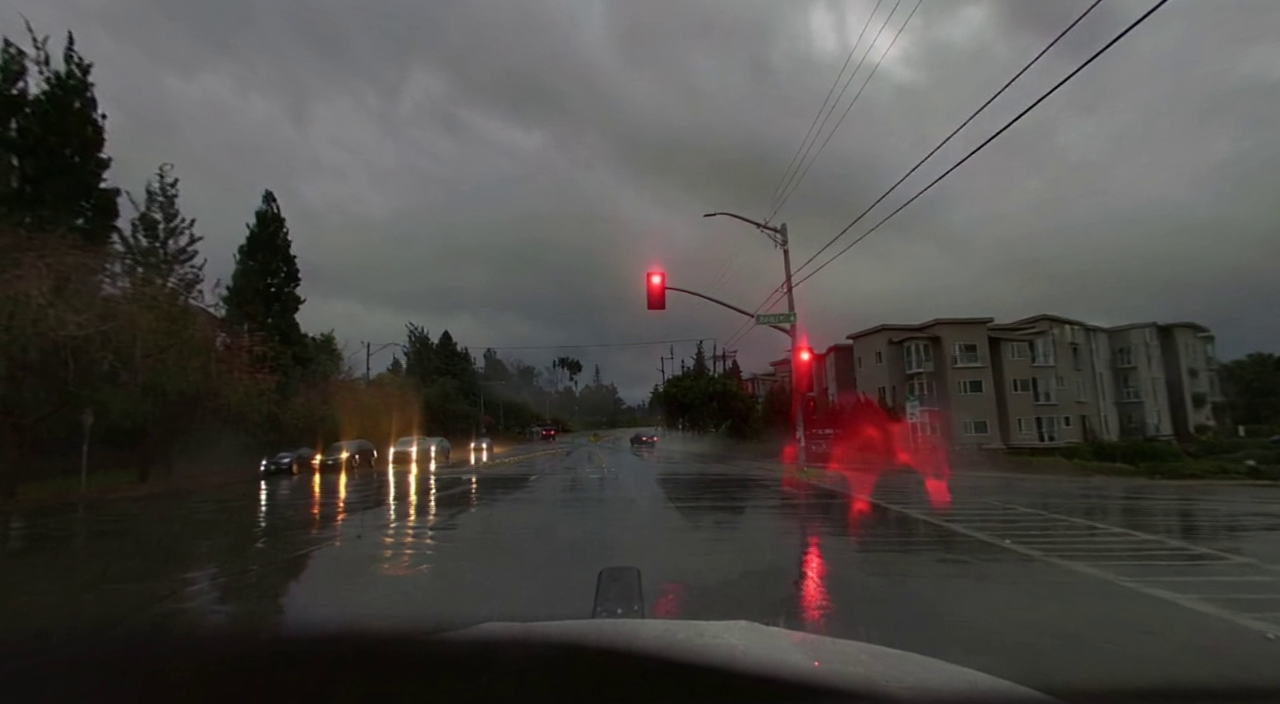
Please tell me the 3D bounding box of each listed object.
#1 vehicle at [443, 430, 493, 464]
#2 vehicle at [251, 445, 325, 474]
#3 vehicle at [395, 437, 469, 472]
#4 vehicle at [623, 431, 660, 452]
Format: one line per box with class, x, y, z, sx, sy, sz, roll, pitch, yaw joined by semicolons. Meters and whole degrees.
vehicle;-9.777;5.459;36.192;1.910;1.818;4.057;0;-9;-3
vehicle;-21.091;6.463;38.092;1.981;1.628;4.336;0;-9;-1
vehicle;-9.688;4.806;29.794;2.116;1.521;4.294;0;-9;-1
vehicle;0.039;6.974;48.989;2.073;1.571;4.790;2;-9;-10
